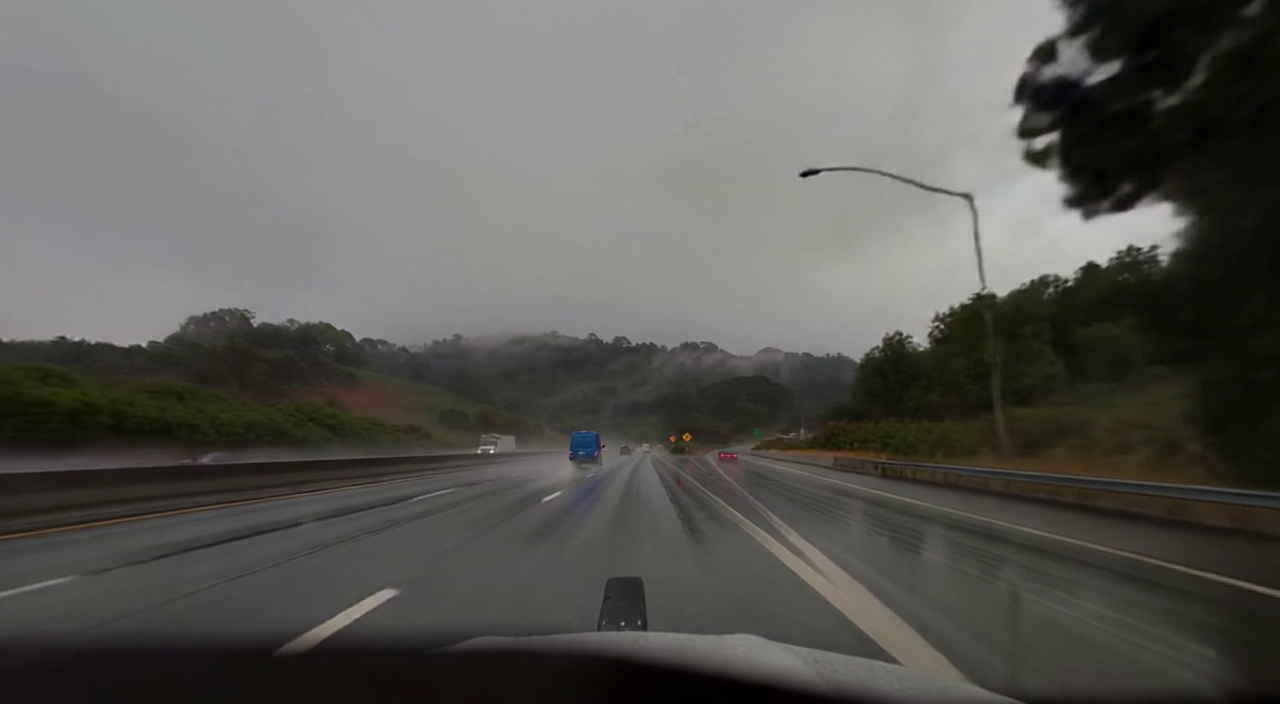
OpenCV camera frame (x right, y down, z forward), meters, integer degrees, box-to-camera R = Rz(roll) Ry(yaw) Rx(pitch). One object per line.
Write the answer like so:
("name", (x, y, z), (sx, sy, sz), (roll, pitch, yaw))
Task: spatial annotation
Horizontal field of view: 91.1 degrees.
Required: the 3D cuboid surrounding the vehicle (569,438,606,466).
("vehicle", (-3.611, 7.000, 44.027), (2.169, 1.849, 4.639), (0, -8, 0))
